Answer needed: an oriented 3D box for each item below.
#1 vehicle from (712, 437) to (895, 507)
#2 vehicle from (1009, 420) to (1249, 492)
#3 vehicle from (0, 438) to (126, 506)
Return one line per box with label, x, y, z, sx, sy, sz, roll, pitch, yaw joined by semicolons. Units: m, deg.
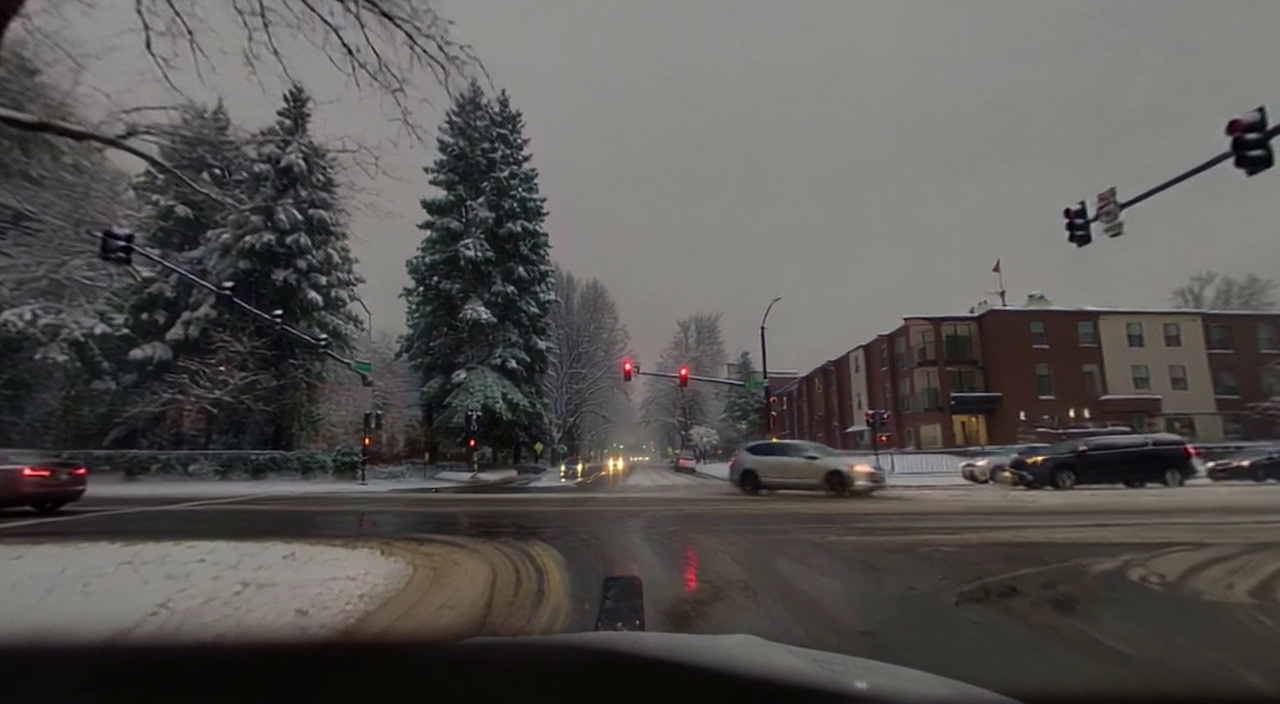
vehicle;4.628;3.412;18.508;2.162;1.740;4.728;8;-11;-42
vehicle;17.025;3.664;22.358;6.109;2.348;2.683;0;-8;2
vehicle;-18.195;3.405;18.025;4.798;1.763;2.536;-1;-10;1
